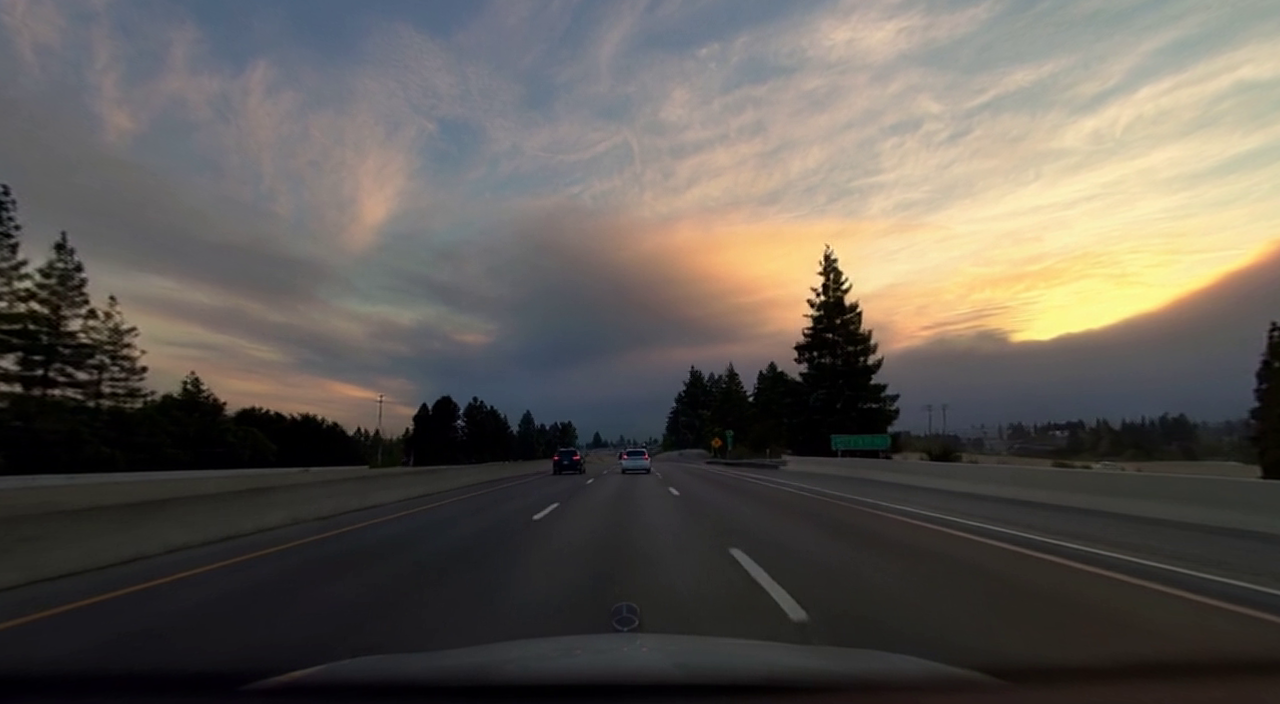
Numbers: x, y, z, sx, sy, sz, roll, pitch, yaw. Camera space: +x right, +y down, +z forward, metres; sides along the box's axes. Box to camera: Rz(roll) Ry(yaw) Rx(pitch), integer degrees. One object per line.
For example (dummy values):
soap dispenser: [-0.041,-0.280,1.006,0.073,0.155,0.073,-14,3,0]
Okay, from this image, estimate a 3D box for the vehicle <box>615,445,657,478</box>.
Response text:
vehicle: [-0.194,5.930,34.301,2.130,1.684,3.826,0,-9,0]

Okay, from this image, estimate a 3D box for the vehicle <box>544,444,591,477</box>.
vehicle: [-4.040,6.154,35.862,2.130,1.741,4.665,0,-9,0]
